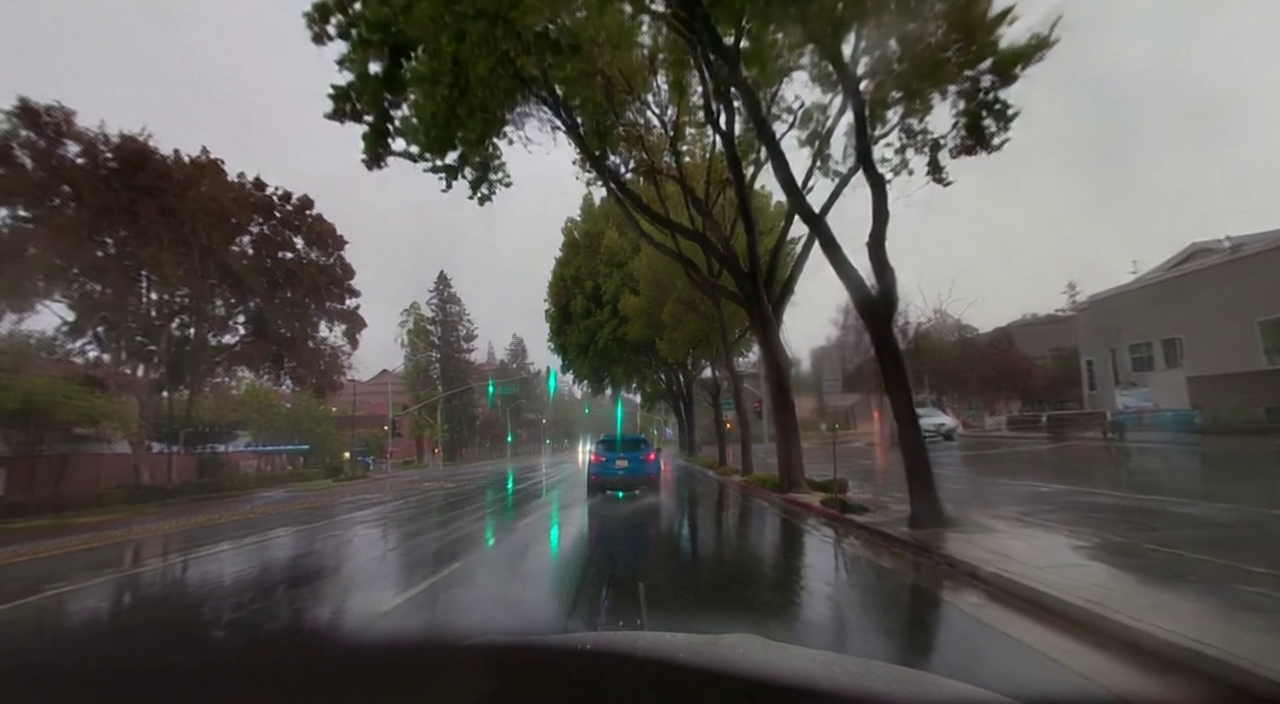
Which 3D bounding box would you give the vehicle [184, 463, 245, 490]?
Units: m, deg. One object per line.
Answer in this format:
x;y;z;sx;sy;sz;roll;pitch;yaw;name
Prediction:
-28.628;8.380;42.635;1.771;1.435;4.144;-6;-9;-9;vehicle

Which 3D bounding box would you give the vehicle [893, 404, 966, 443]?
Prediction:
16.300;4.133;35.878;2.039;1.990;5.111;-1;-8;4;vehicle

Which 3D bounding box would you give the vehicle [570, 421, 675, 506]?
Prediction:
-0.385;2.564;14.924;2.136;1.703;3.910;0;-8;-1;vehicle
